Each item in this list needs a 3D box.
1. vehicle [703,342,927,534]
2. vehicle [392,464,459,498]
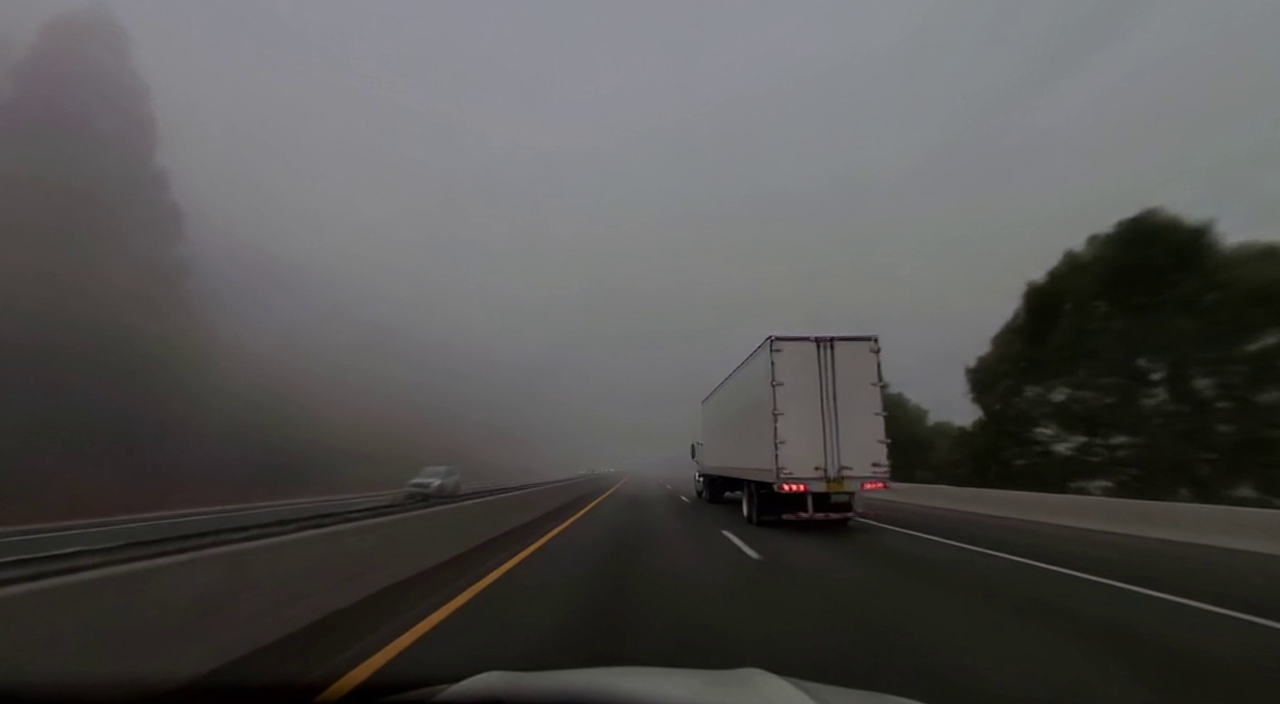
[{"bbox_3d":[4.390,3.022,20.200,3.204,4.102,13.306,0,-11,-1],"label":"vehicle"},{"bbox_3d":[-11.343,6.855,33.693,1.917,1.639,4.598,0,-10,1],"label":"vehicle"}]
